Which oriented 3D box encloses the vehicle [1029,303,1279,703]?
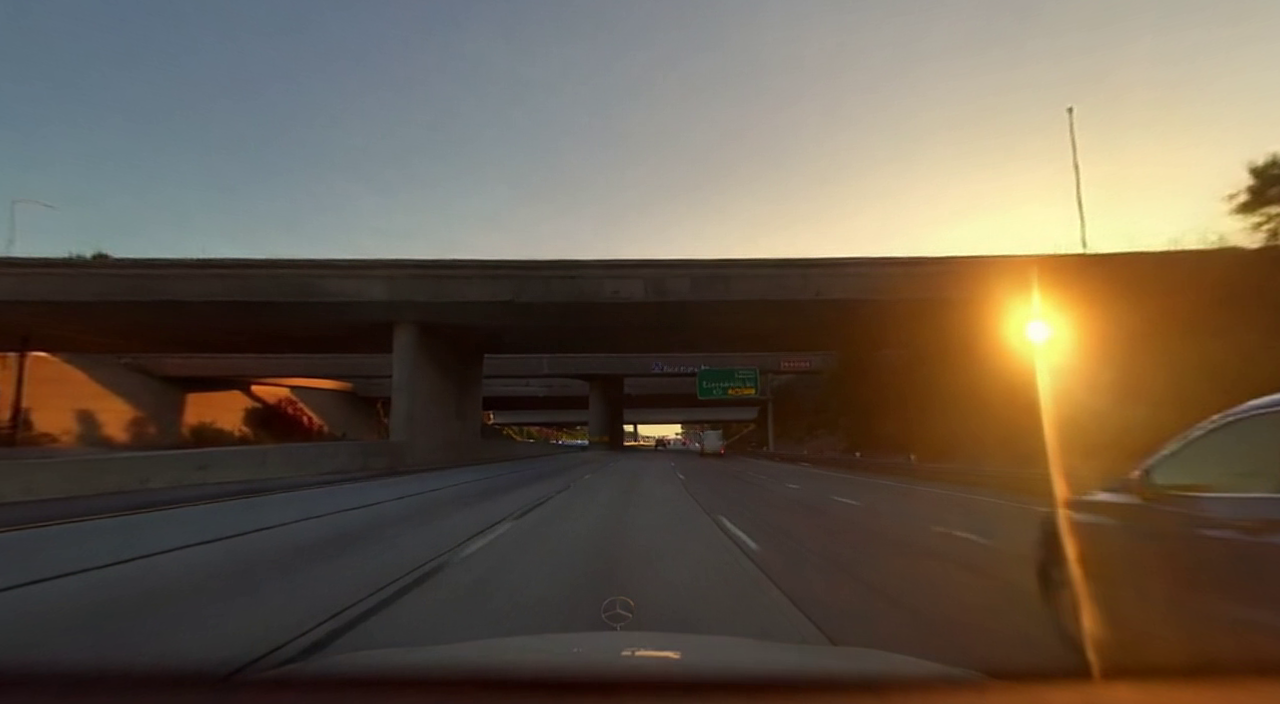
[{"bbox_3d":[3.840,0.631,1.877,2.155,1.918,4.945,0,-9,0],"label":"vehicle"}]
